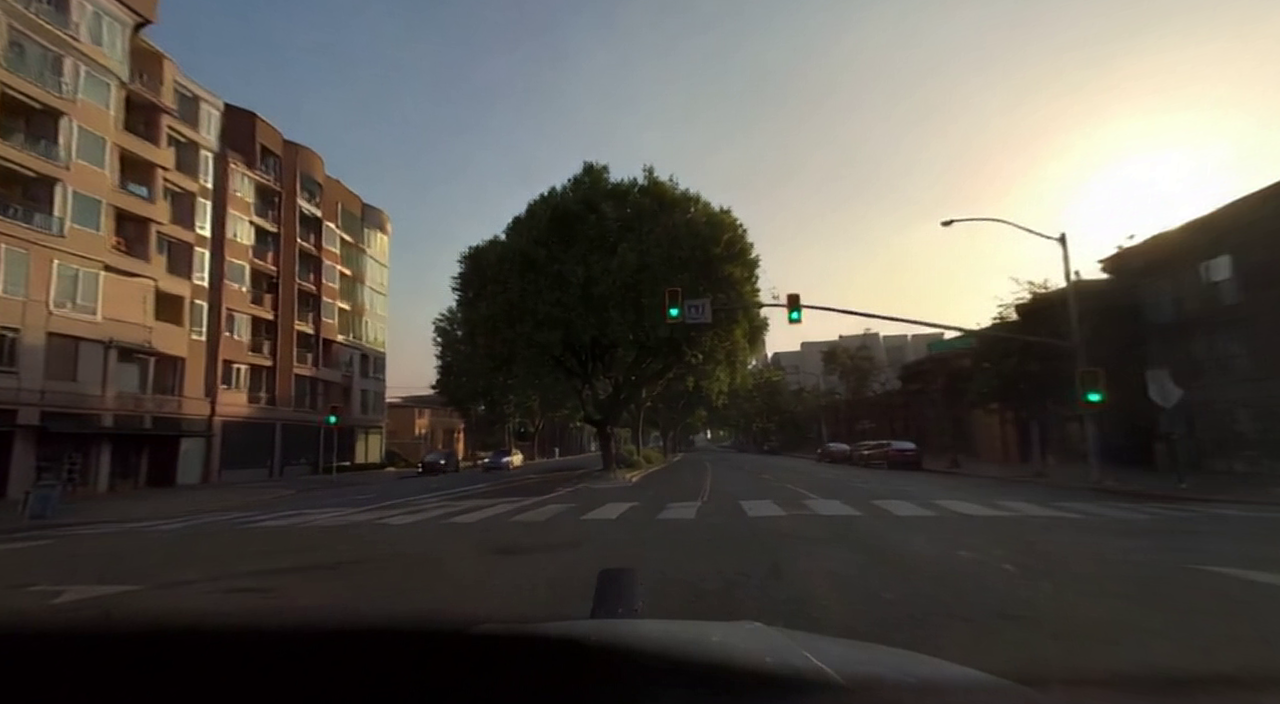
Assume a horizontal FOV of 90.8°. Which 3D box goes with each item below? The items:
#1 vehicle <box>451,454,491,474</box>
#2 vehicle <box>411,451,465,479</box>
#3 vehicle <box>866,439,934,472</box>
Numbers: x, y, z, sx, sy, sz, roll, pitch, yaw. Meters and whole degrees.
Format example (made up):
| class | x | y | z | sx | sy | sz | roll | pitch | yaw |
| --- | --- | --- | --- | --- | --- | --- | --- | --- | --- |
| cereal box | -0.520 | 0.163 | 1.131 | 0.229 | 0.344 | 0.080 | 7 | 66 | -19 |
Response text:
| class | x | y | z | sx | sy | sz | roll | pitch | yaw |
| --- | --- | --- | --- | --- | --- | --- | --- | --- | --- |
| vehicle | -13.206 | 8.765 | 49.561 | 1.719 | 1.440 | 4.201 | -1 | -8 | 3 |
| vehicle | -13.637 | 7.643 | 42.986 | 2.075 | 1.708 | 4.335 | -1 | -8 | 3 |
| vehicle | 15.644 | 6.229 | 38.276 | 2.181 | 1.876 | 4.723 | 0 | -8 | 2 |
